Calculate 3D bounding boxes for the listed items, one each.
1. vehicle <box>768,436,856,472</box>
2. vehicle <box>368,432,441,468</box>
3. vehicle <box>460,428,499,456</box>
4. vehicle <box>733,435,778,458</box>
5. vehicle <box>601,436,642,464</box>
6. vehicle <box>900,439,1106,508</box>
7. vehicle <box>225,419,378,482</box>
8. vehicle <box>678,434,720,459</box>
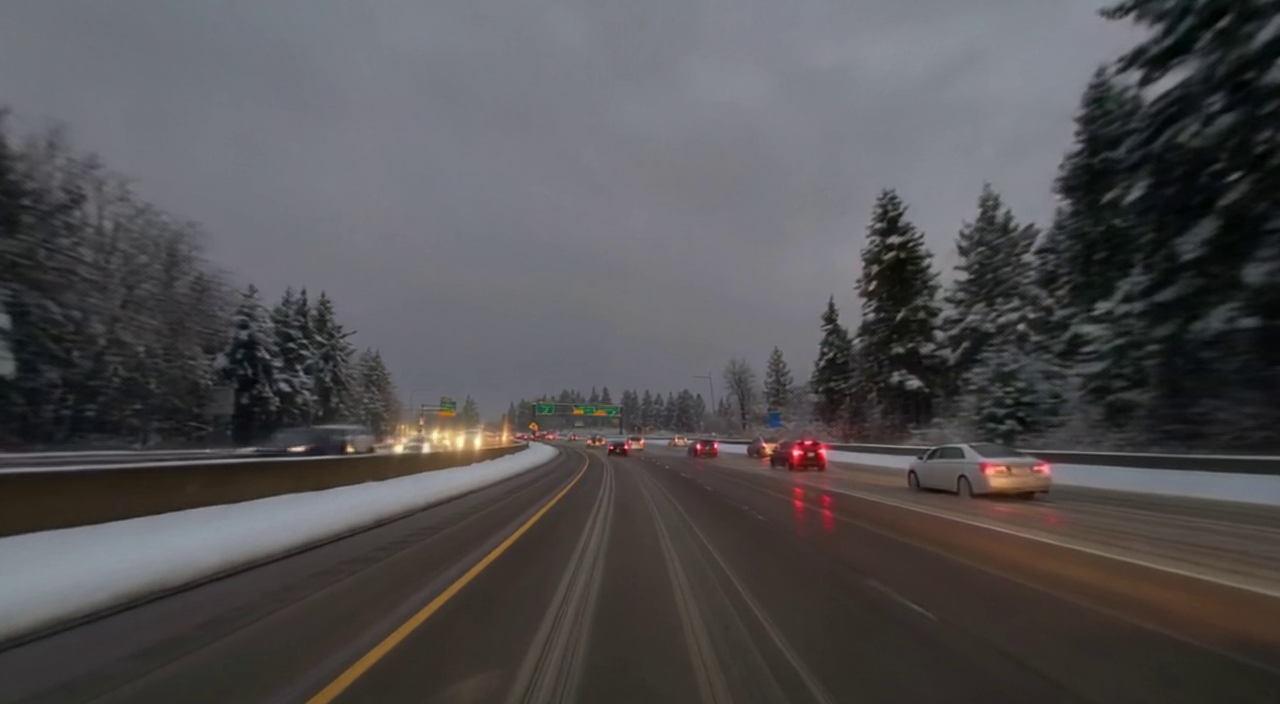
[{"bbox_3d":[7.671,4.619,28.755,2.196,1.494,4.735,1,-8,-7],"label":"vehicle"},{"bbox_3d":[-10.434,4.391,28.380,1.844,1.451,4.488,1,-8,-4],"label":"vehicle"},{"bbox_3d":[-11.915,6.730,47.218,2.064,1.918,4.078,1,-8,-4],"label":"vehicle"},{"bbox_3d":[8.733,7.207,48.254,2.056,1.609,4.761,1,-8,-6],"label":"vehicle"},{"bbox_3d":[-1.130,5.604,36.314,2.090,1.510,4.280,1,-8,-4],"label":"vehicle"},{"bbox_3d":[8.288,2.788,15.029,2.042,1.390,4.386,1,-8,-4],"label":"vehicle"},{"bbox_3d":[-10.048,2.979,19.292,2.174,1.654,4.680,1,-8,-2],"label":"vehicle"},{"bbox_3d":[4.009,6.509,43.612,2.094,1.652,3.955,1,-8,-6],"label":"vehicle"}]
